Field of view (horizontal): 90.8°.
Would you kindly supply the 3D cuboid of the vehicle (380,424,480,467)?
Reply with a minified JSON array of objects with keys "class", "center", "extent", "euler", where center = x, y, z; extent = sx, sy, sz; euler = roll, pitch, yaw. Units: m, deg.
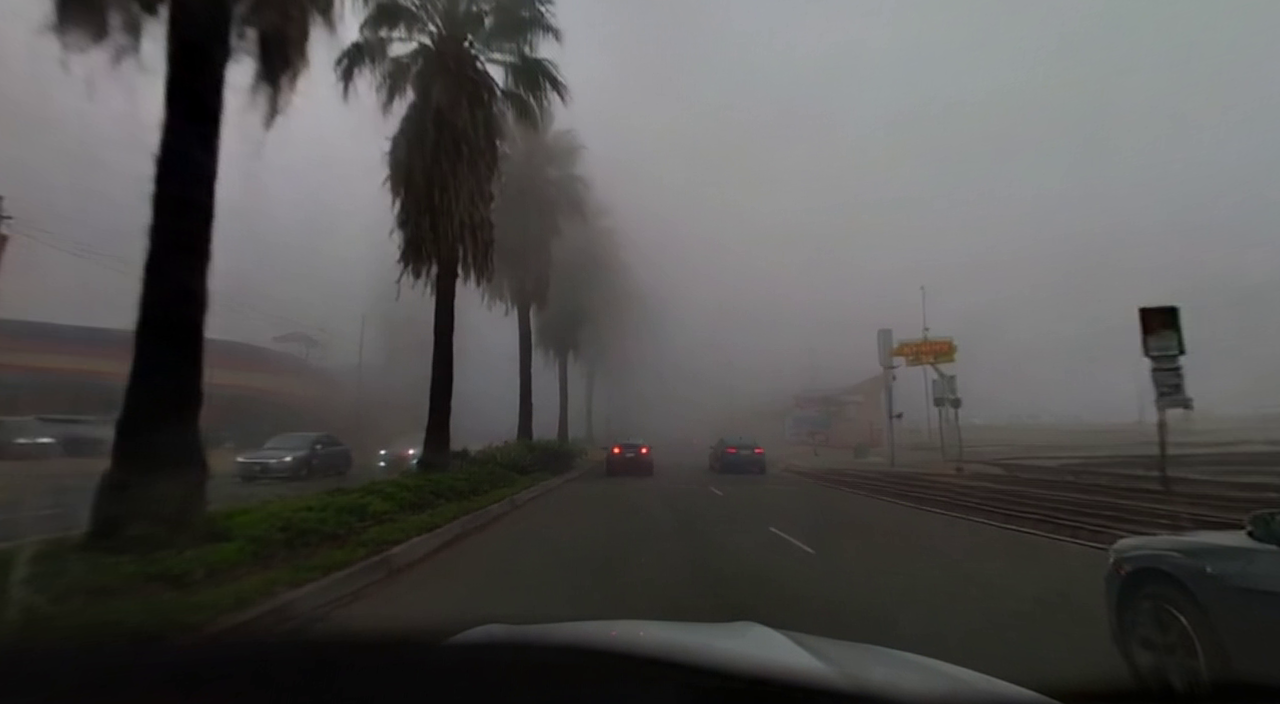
[{"class":"vehicle","center":[-7.935,3.618,24.450],"extent":[2.052,1.483,4.751],"euler":[-1,-8,3]}]

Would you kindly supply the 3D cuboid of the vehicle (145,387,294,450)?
[{"class":"vehicle","center":[-23.932,4.013,36.657],"extent":[2.791,3.271,7.924],"euler":[-1,-8,3]}]

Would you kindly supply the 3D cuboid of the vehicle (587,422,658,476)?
[{"class":"vehicle","center":[-0.674,3.133,20.523],"extent":[2.021,1.550,4.090],"euler":[1,-8,-5]}]

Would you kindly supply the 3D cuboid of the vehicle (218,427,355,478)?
[{"class":"vehicle","center":[-11.463,3.299,20.938],"extent":[1.865,1.472,4.532],"euler":[0,-8,1]}]

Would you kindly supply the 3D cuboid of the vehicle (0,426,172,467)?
[{"class":"vehicle","center":[-20.981,3.585,23.952],"extent":[4.858,1.489,2.147],"euler":[-1,-8,5]}]

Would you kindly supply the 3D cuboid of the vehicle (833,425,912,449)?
[{"class":"vehicle","center":[14.634,5.399,39.931],"extent":[4.293,1.438,1.773],"euler":[0,-8,0]}]

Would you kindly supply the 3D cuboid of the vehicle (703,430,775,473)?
[{"class":"vehicle","center":[3.604,3.703,23.756],"extent":[1.889,1.448,4.262],"euler":[0,-8,-1]}]

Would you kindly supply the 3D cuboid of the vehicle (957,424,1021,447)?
[{"class":"vehicle","center":[27.093,6.500,49.162],"extent":[3.856,1.515,1.691],"euler":[-3,-8,3]}]

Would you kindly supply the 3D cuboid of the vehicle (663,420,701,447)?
[{"class":"vehicle","center":[2.962,5.950,45.922],"extent":[2.299,1.803,5.434],"euler":[0,-8,-1]}]

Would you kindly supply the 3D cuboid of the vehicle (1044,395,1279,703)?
[{"class":"vehicle","center":[3.519,0.802,1.746],"extent":[1.987,1.474,4.198],"euler":[0,-8,0]}]
